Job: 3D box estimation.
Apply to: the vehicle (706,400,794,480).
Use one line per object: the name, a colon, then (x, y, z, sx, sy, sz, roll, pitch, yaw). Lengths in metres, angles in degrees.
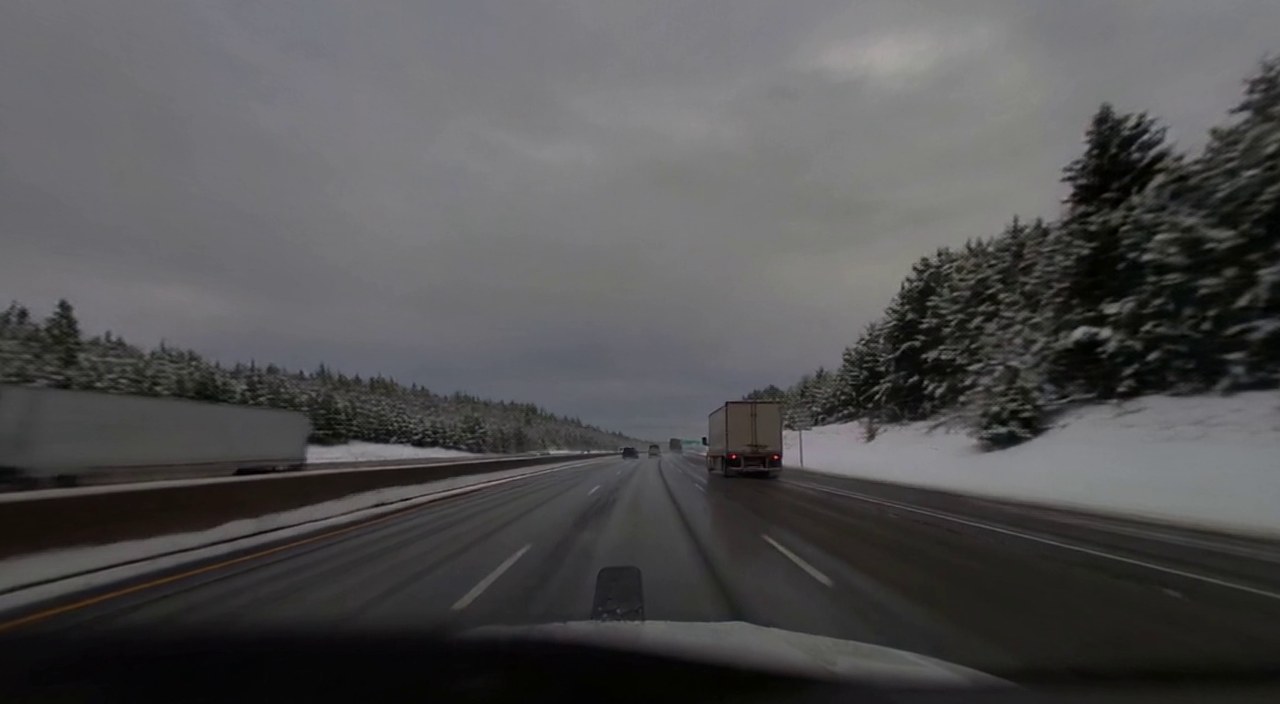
vehicle: (4.999, 4.304, 30.324, 2.771, 3.313, 8.121, 0, -9, 0)

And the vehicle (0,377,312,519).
vehicle: (-18.985, 3.796, 24.511, 2.892, 3.841, 18.063, 0, -9, 0)
